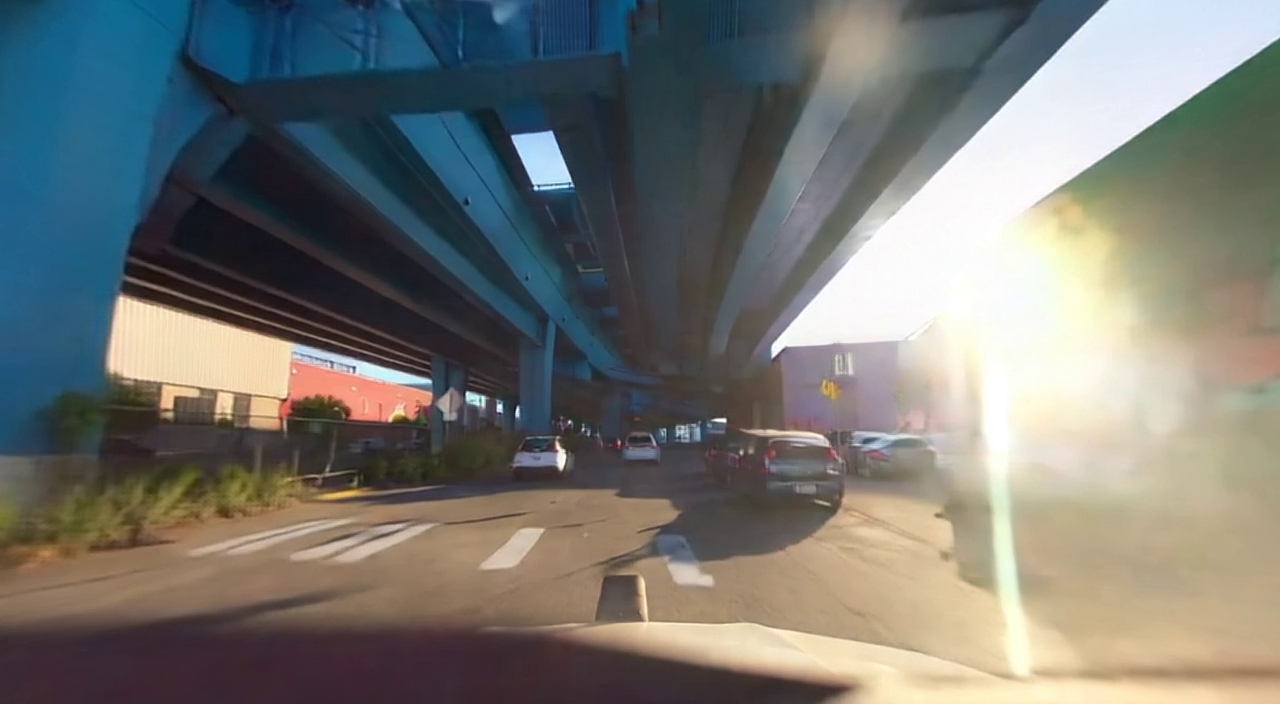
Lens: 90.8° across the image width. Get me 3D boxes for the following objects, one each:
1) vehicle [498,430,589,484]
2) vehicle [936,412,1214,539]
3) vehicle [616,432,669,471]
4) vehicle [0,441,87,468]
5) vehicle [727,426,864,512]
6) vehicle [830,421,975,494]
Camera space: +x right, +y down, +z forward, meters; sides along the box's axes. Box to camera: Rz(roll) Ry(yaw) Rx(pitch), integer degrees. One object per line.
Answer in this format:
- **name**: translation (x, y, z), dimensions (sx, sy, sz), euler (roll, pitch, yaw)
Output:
- **vehicle**: translation (-2.925, 3.298, 20.230), dimensions (2.024, 1.533, 4.549), euler (0, -8, 2)
- **vehicle**: translation (7.583, 2.121, 11.742), dimensions (2.275, 1.834, 4.294), euler (1, -7, 3)
- **vehicle**: translation (0.141, 4.273, 27.368), dimensions (2.155, 1.571, 3.734), euler (0, -8, 1)
- **vehicle**: translation (-32.812, 5.580, 34.545), dimensions (3.461, 1.385, 1.552), euler (4, -9, -24)
- **vehicle**: translation (3.204, 2.453, 13.916), dimensions (1.983, 1.589, 4.010), euler (0, -7, 0)
- **vehicle**: translation (7.657, 3.118, 19.111), dimensions (2.175, 1.909, 4.953), euler (0, -8, -1)
